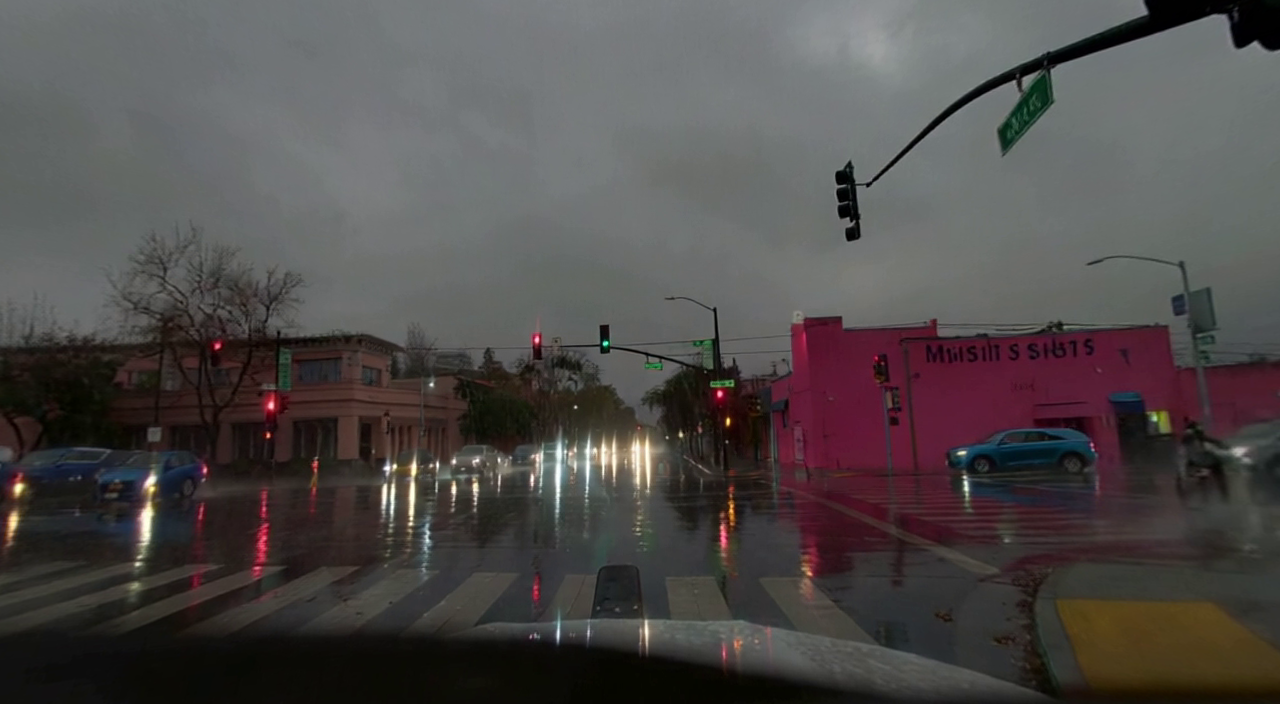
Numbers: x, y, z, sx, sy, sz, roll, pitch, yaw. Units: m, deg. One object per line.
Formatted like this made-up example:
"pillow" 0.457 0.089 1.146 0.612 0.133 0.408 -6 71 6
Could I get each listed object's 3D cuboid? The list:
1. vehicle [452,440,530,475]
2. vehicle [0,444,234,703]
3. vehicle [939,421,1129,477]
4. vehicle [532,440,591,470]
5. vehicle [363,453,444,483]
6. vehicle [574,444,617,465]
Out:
"vehicle" -8.393 5.980 36.058 2.152 1.825 5.406 -2 -9 12
"vehicle" -3.688 0.978 2.144 1.759 1.325 4.295 0 -9 0
"vehicle" 11.575 2.892 18.791 4.355 1.546 1.820 -1 -9 6
"vehicle" -4.497 5.993 36.856 1.928 1.647 4.575 -2 -9 13
"vehicle" -12.586 6.175 33.872 1.976 1.425 4.567 -1 -9 9
"vehicle" -3.043 7.167 44.031 1.743 1.362 4.350 -2 -9 14
